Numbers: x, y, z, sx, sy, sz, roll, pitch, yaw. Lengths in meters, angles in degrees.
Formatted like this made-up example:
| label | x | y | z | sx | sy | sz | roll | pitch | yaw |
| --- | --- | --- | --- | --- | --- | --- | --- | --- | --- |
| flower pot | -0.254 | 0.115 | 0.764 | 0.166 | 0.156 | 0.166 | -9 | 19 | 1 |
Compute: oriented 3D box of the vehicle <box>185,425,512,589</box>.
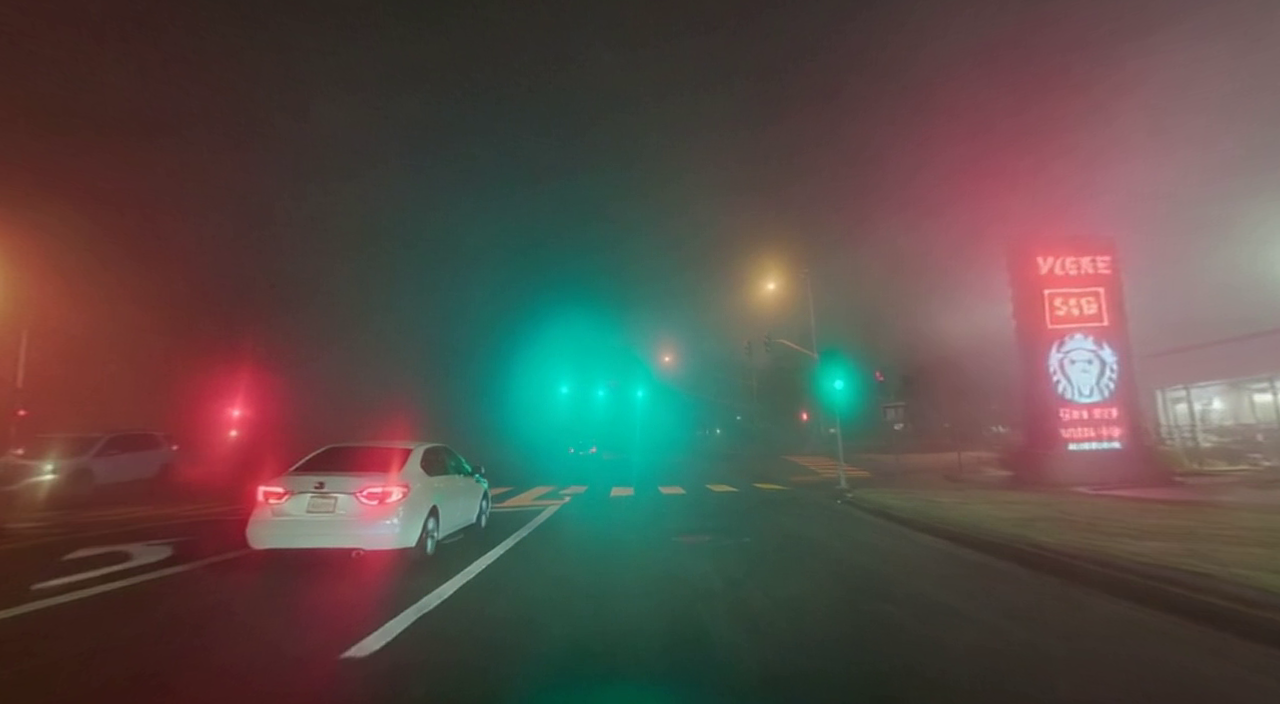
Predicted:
| label | x | y | z | sx | sy | sz | roll | pitch | yaw |
| --- | --- | --- | --- | --- | --- | --- | --- | --- | --- |
| vehicle | -3.123 | 1.746 | 8.028 | 2.018 | 1.477 | 4.401 | 0 | -8 | 1 |

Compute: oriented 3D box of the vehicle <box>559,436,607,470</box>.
| label | x | y | z | sx | sy | sz | roll | pitch | yaw |
| --- | --- | --- | --- | --- | --- | --- | --- | --- | --- |
| vehicle | -2.959 | 5.393 | 33.719 | 2.109 | 1.692 | 4.220 | 0 | -8 | 1 |

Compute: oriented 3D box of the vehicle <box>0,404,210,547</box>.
| label | x | y | z | sx | sy | sz | roll | pitch | yaw |
| --- | --- | --- | --- | --- | --- | --- | --- | --- | --- |
| vehicle | -9.627 | 1.904 | 10.091 | 2.030 | 1.906 | 4.661 | 0 | -8 | 2 |
